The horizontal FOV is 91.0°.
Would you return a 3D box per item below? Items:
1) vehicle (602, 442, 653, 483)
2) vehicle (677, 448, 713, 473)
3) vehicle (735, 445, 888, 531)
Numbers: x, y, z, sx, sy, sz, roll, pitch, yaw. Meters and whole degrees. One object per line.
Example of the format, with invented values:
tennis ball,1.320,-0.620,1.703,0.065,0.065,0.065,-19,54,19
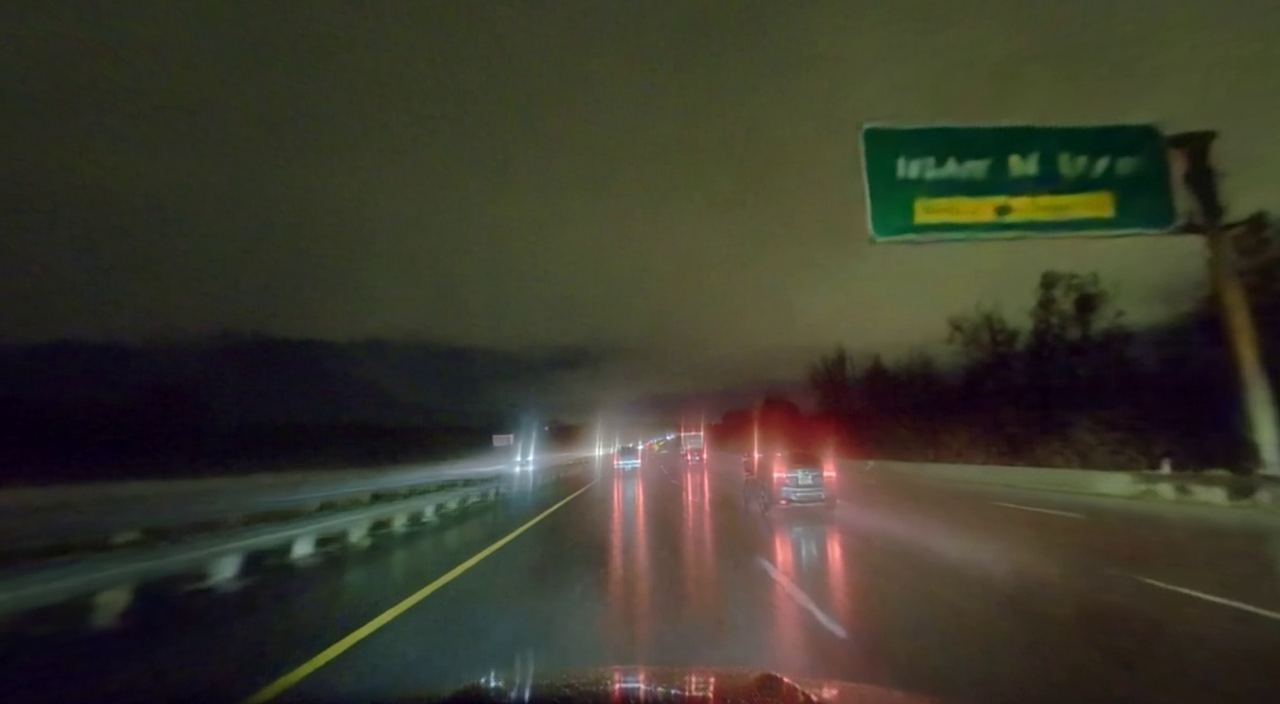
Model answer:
vehicle,-0.506,5.011,28.896,2.142,1.724,4.344,0,-9,0
vehicle,3.613,7.233,42.171,2.047,1.540,4.294,0,-9,0
vehicle,3.288,2.690,13.021,2.004,1.471,4.032,0,-9,0
